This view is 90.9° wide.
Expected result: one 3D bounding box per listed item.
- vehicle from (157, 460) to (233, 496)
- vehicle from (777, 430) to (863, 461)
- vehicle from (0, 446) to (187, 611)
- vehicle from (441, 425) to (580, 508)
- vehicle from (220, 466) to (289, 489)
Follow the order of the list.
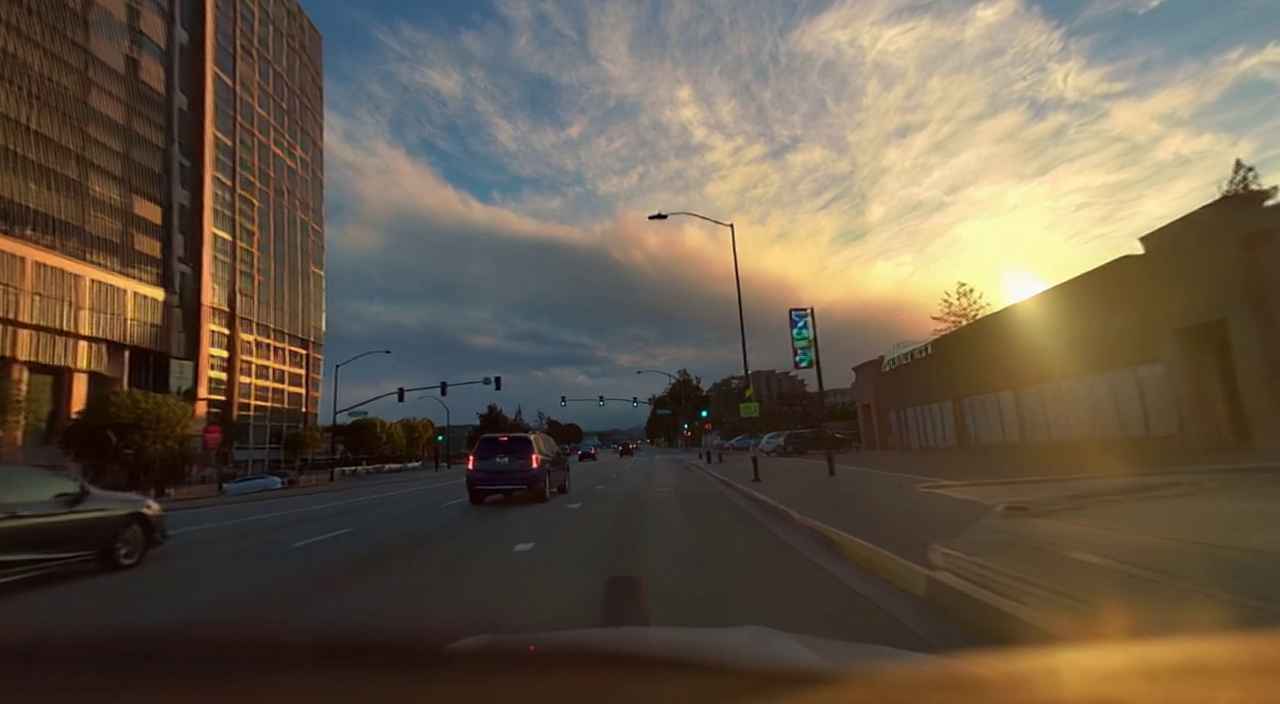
[{"bbox_3d":[-28.250,7.992,40.057,3.755,1.646,1.961,-3,-8,-40],"label":"vehicle"},{"bbox_3d":[10.304,5.406,36.435,4.361,1.550,2.087,1,-12,3],"label":"vehicle"},{"bbox_3d":[-6.659,1.546,5.419,1.950,1.450,4.657,0,-8,2],"label":"vehicle"},{"bbox_3d":[-3.008,2.821,15.962,2.277,1.743,4.893,-1,-8,2],"label":"vehicle"},{"bbox_3d":[-28.843,9.348,47.190,3.971,1.500,1.887,8,-12,-43],"label":"vehicle"}]
